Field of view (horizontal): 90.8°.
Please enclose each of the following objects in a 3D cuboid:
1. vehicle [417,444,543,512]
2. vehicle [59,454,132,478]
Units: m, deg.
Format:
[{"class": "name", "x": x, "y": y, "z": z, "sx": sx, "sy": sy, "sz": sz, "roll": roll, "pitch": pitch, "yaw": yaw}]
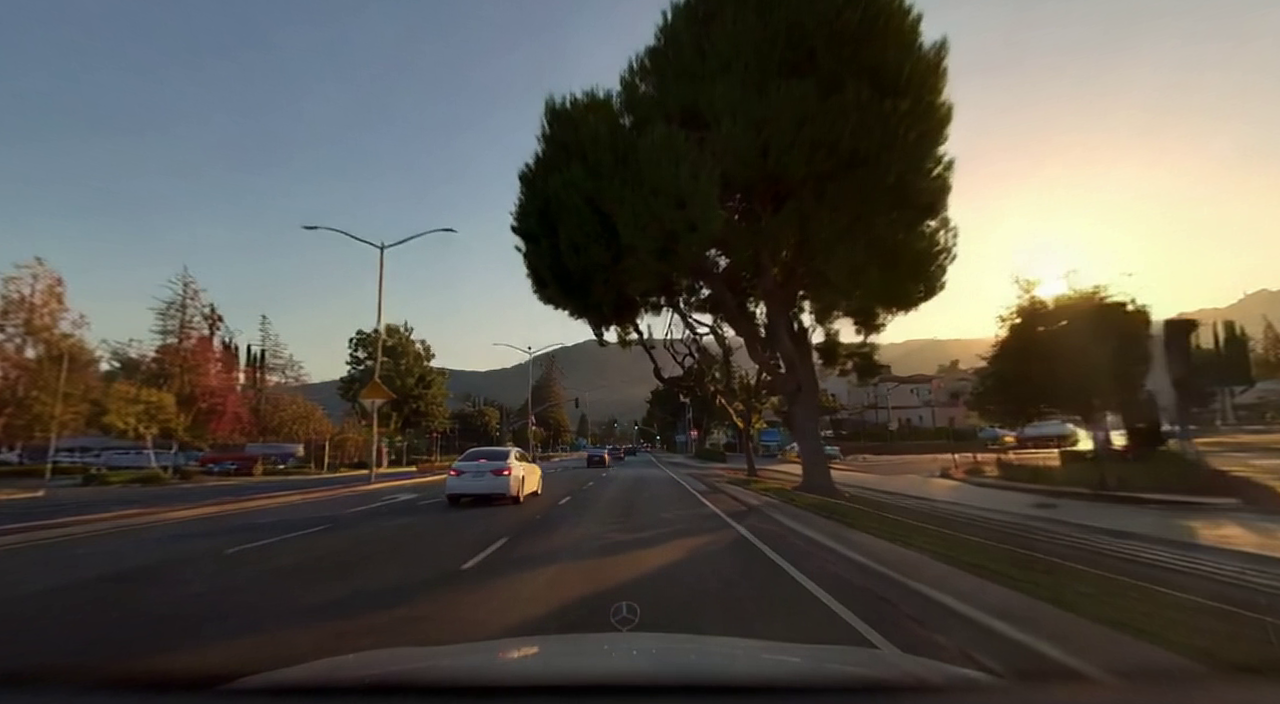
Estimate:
[{"class": "vehicle", "x": -3.852, "y": 3.104, "z": 16.099, "sx": 2.003, "sy": 1.454, "sz": 4.484, "roll": 0, "pitch": -9, "yaw": 0}, {"class": "vehicle", "x": -42.879, "y": 8.970, "z": 49.896, "sx": 1.882, "sy": 1.745, "sz": 4.462, "roll": 1, "pitch": -8, "yaw": -2}]
